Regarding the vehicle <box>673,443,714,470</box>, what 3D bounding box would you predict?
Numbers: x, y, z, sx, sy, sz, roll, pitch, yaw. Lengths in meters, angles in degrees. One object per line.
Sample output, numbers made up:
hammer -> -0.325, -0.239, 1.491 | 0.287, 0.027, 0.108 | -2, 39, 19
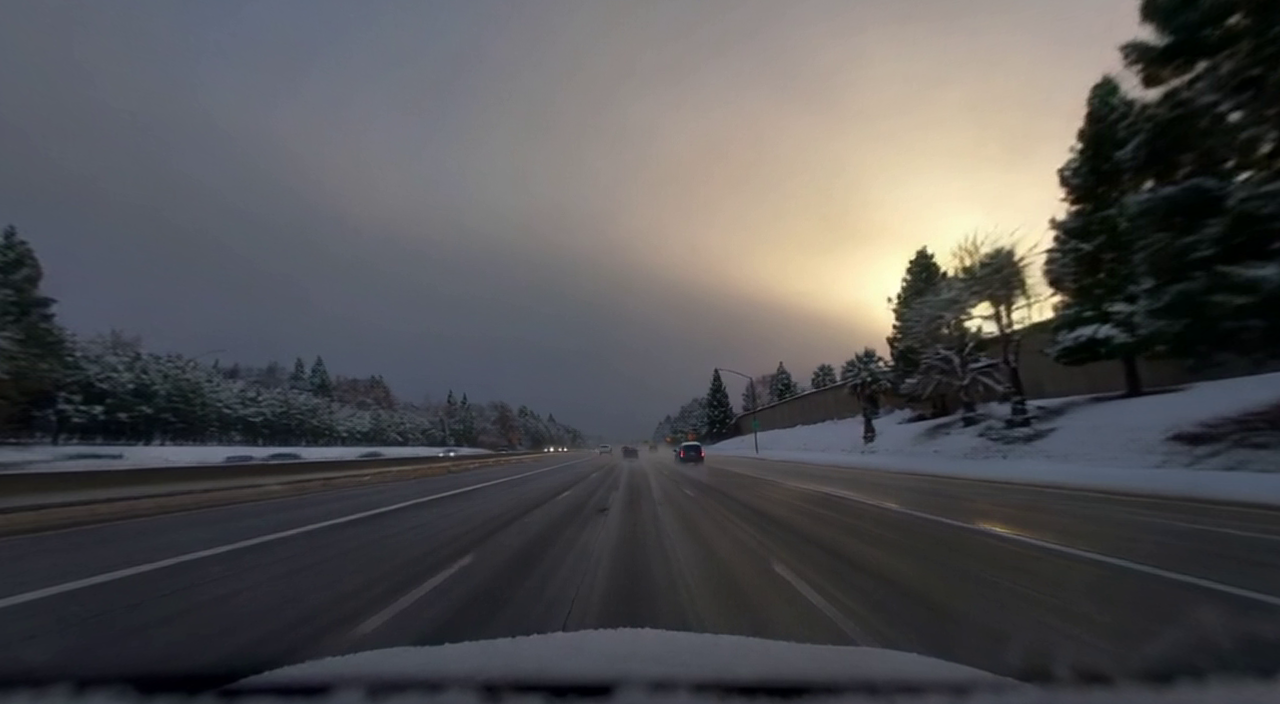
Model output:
vehicle -> 3.349, 6.693, 40.591 | 2.130, 1.677, 4.317 | 0, -9, -2

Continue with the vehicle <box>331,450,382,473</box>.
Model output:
vehicle -> -19.821, 7.632, 44.321 | 1.772, 1.506, 3.913 | 0, -9, 0

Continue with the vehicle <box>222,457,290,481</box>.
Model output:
vehicle -> -27.058, 8.230, 44.705 | 1.849, 1.480, 4.769 | 0, -9, -1

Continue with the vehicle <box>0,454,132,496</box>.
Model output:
vehicle -> -23.219, 4.913, 25.653 | 1.789, 1.515, 4.010 | 0, -9, -1
